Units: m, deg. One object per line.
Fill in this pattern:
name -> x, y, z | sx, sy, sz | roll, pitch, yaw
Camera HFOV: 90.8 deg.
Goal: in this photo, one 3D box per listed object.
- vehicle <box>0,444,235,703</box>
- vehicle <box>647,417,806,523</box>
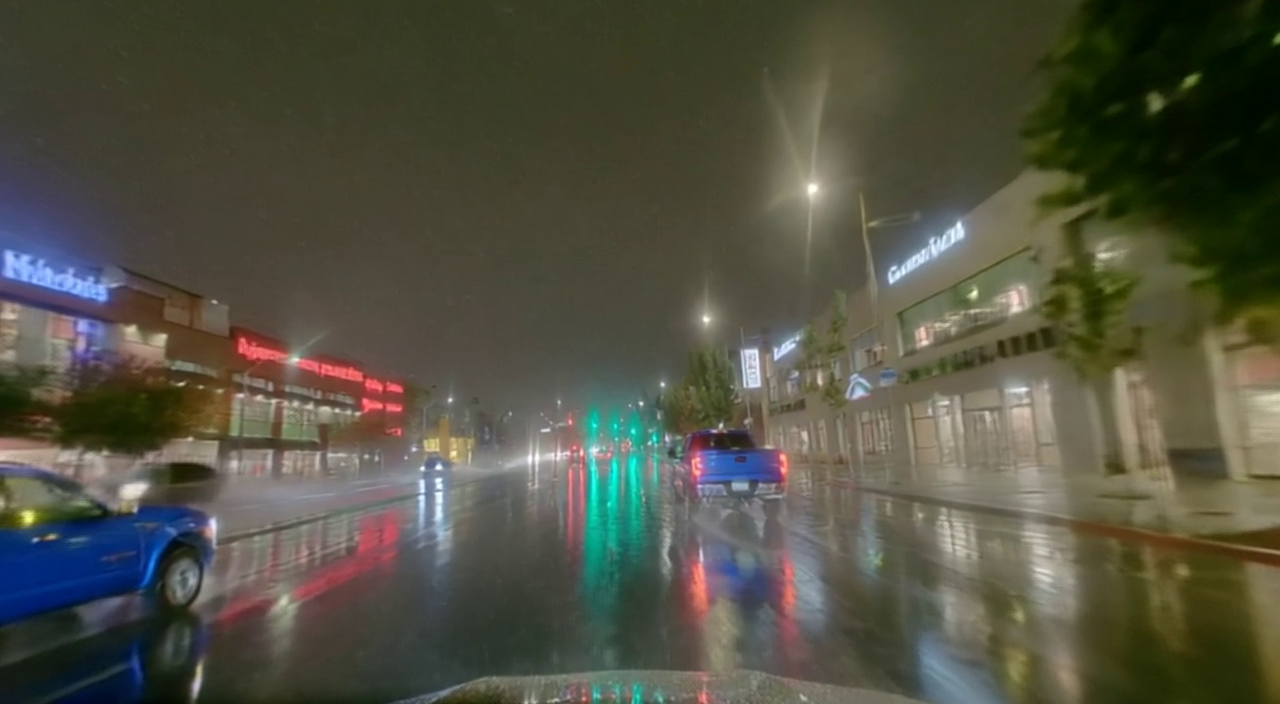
vehicle -> -4.388, 1.177, 3.135 | 1.888, 1.424, 4.553 | 0, -9, -3
vehicle -> 1.642, 2.630, 14.699 | 2.590, 1.932, 5.776 | 1, -9, -3
